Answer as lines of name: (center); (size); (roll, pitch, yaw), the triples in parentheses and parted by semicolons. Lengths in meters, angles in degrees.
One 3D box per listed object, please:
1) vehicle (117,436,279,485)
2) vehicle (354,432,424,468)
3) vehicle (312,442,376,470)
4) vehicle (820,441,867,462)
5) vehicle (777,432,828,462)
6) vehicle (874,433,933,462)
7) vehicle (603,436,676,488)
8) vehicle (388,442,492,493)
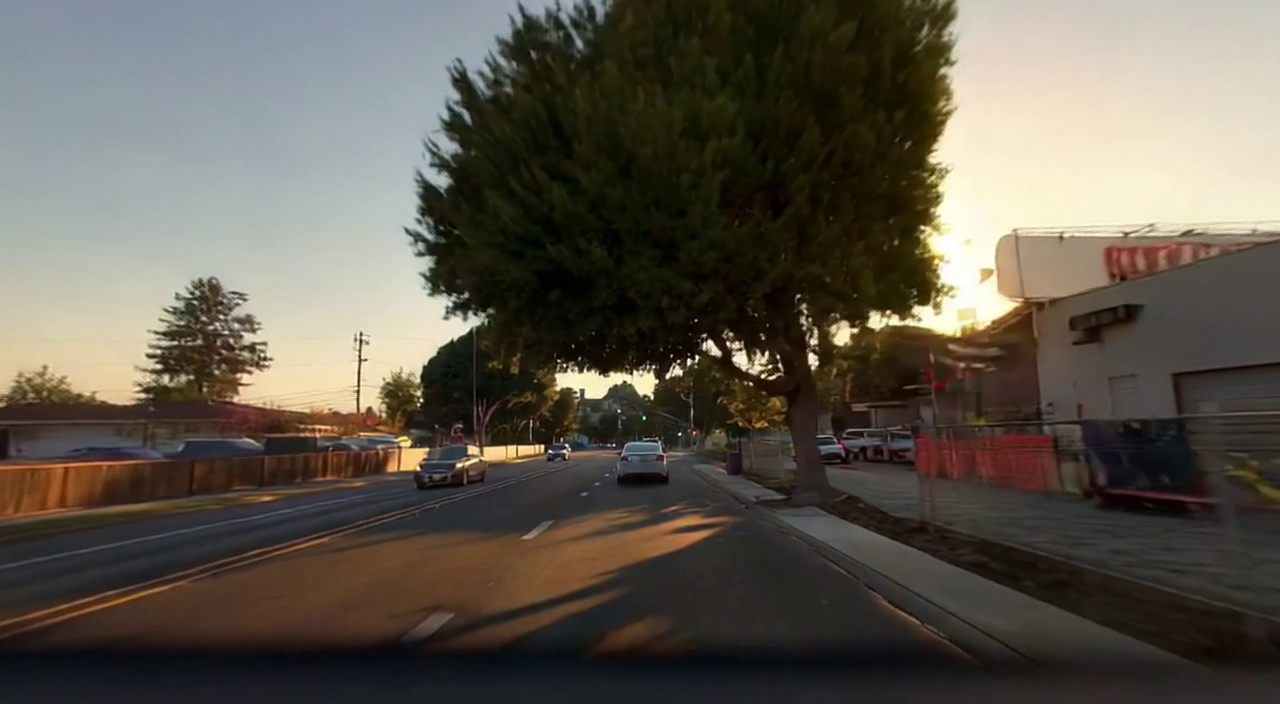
vehicle: (-18.210, 4.470, 26.056); (5.085, 1.906, 2.153); (0, -9, 1)
vehicle: (-16.450, 6.463, 41.487); (2.230, 2.164, 5.732); (0, -8, 0)
vehicle: (-19.393, 6.820, 41.382); (2.050, 1.714, 4.619); (0, -8, -2)
vehicle: (15.394, 7.519, 47.725); (2.040, 1.506, 4.289); (0, -9, -1)
vehicle: (12.244, 7.238, 47.834); (2.280, 2.050, 5.515); (-2, -9, -1)
vehicle: (19.800, 7.144, 47.475); (2.245, 1.932, 5.951); (-3, -7, 5)
vehicle: (-0.017, 3.527, 20.446); (2.144, 1.514, 4.063); (0, -8, 0)
vehicle: (-6.515, 3.800, 21.013); (1.985, 1.505, 4.143); (0, -9, 2)
